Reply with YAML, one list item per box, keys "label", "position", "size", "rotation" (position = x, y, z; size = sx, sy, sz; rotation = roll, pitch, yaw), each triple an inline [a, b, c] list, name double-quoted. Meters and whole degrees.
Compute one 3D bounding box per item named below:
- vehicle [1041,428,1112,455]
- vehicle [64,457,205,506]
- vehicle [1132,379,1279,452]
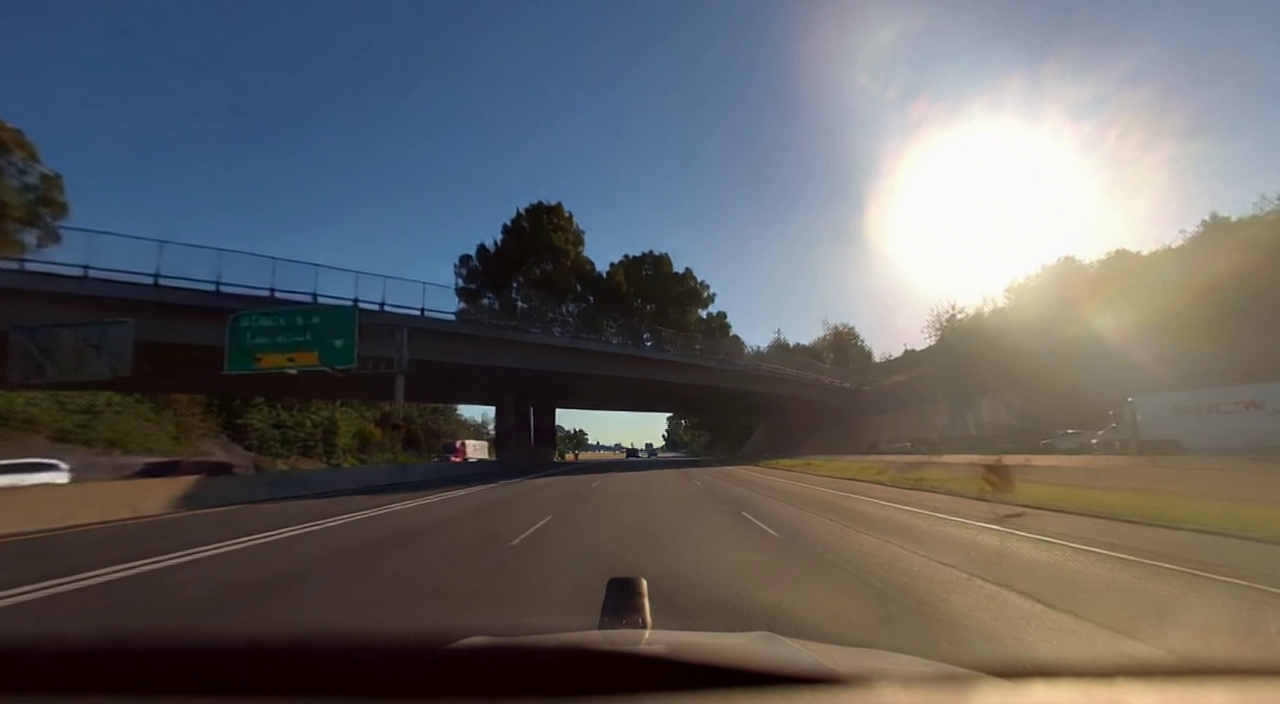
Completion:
- label: "vehicle"
  position: [31.297, 6.462, 45.305]
  size: [2.038, 1.823, 3.744]
  rotation: [1, -9, -9]
- label: "vehicle"
  position: [-16.562, 4.231, 20.905]
  size: [1.639, 1.433, 3.624]
  rotation: [0, -9, 0]
- label: "vehicle"
  position: [37.196, 3.913, 37.587]
  size: [2.876, 4.046, 13.881]
  rotation: [1, -9, -8]
